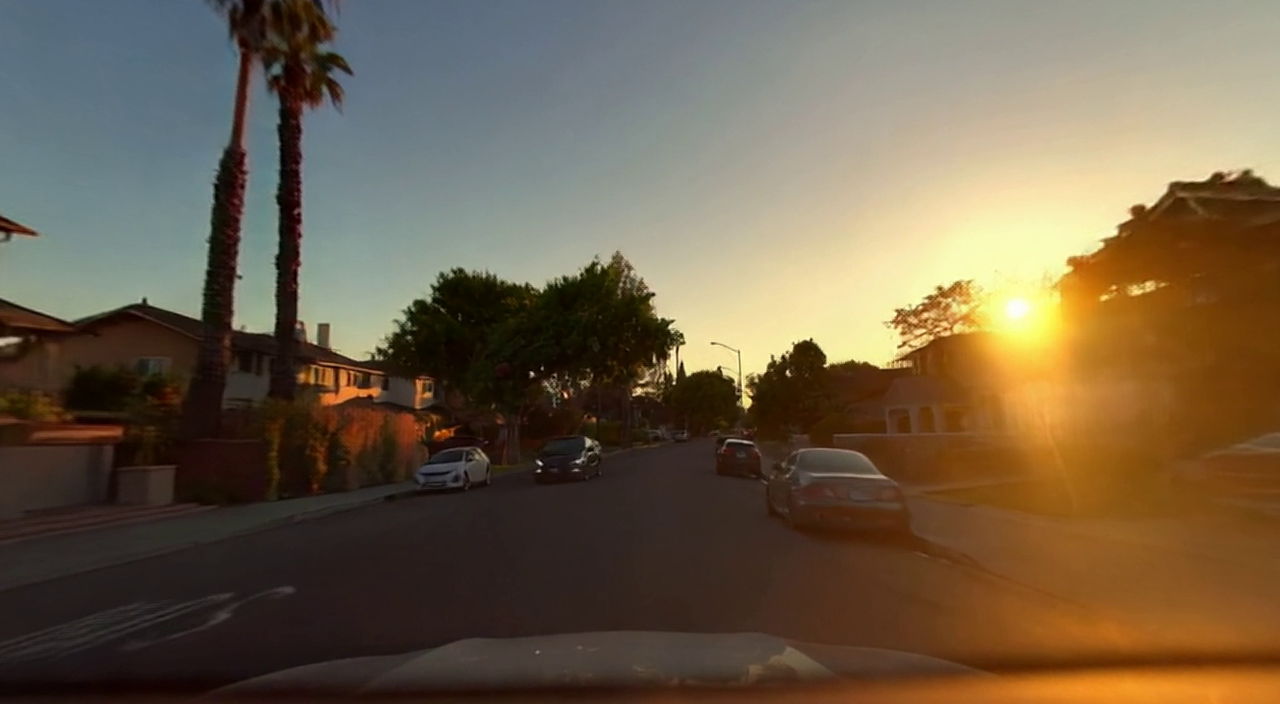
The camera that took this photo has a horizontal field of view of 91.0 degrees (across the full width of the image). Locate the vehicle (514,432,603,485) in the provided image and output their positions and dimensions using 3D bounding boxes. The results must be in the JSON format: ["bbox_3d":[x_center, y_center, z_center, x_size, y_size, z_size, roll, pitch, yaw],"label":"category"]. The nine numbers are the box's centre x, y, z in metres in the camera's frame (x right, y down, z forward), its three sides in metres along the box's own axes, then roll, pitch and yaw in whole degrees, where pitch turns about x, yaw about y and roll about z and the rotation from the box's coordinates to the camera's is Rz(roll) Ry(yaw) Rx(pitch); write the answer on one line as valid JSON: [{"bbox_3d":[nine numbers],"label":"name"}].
[{"bbox_3d":[-2.924,4.012,23.921,2.305,1.781,4.834,-1,-9,6],"label":"vehicle"}]

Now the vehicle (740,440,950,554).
[{"bbox_3d":[3.028,2.215,10.380,1.942,1.465,4.123,0,-9,-2],"label":"vehicle"}]

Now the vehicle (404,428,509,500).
[{"bbox_3d":[-6.661,4.307,23.529,2.053,1.713,4.850,-3,-21,5],"label":"vehicle"}]

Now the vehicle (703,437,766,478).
[{"bbox_3d":[3.705,4.221,25.400,2.045,1.519,4.231,-1,-9,2],"label":"vehicle"}]
